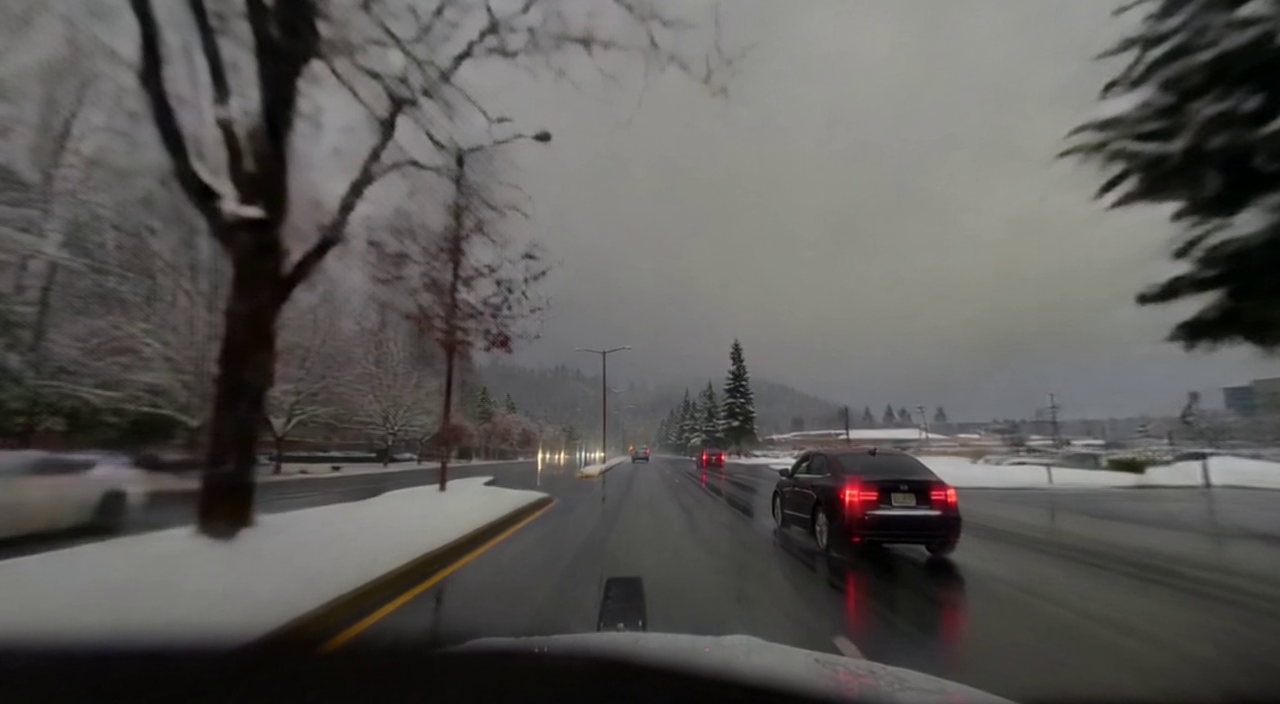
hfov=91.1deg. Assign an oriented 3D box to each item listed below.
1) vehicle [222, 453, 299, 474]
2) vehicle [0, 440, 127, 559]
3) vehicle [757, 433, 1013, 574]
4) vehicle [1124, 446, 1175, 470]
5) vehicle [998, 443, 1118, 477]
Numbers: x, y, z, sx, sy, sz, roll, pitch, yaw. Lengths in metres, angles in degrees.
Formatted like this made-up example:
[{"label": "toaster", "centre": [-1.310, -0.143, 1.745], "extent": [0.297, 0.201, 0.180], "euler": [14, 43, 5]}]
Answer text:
[{"label": "vehicle", "centre": [-29.230, 8.583, 48.432], "extent": [4.707, 1.474, 1.964], "euler": [0, -9, 1]}, {"label": "vehicle", "centre": [-9.148, 1.890, 8.048], "extent": [1.853, 1.504, 3.791], "euler": [0, -9, 1]}, {"label": "vehicle", "centre": [3.074, 1.983, 9.075], "extent": [1.935, 1.501, 4.384], "euler": [0, -9, 0]}, {"label": "vehicle", "centre": [37.834, 7.841, 46.563], "extent": [4.644, 1.682, 1.999], "euler": [8, -11, -40]}, {"label": "vehicle", "centre": [19.967, 5.166, 30.142], "extent": [4.255, 1.537, 2.037], "euler": [0, -9, 0]}]
